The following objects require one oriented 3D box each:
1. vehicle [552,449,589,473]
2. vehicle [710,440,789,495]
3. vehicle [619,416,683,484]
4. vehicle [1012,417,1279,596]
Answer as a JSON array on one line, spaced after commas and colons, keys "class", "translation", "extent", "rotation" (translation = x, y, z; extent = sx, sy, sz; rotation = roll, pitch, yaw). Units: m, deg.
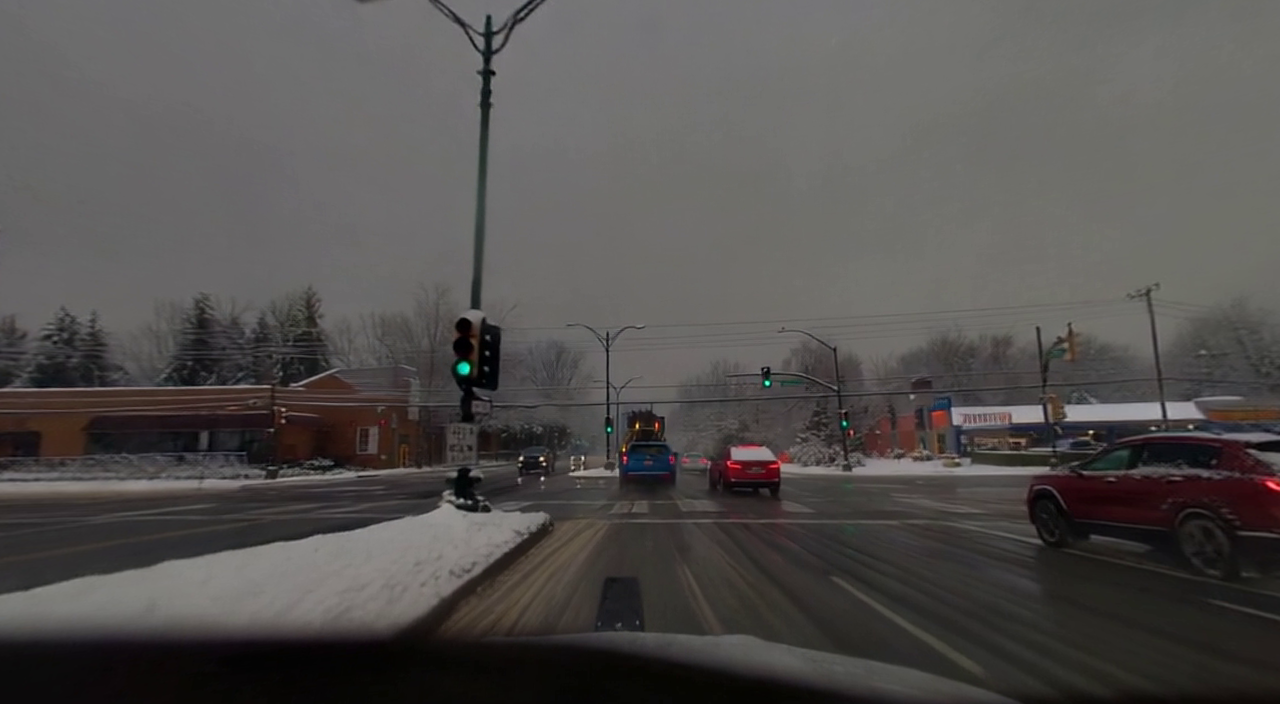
[{"class": "vehicle", "translation": [-4.518, 7.118, 41.350], "extent": [2.001, 1.518, 4.316], "rotation": [0, -9, -1]}, {"class": "vehicle", "translation": [3.739, 4.039, 22.343], "extent": [2.025, 1.754, 4.311], "rotation": [0, -9, 0]}, {"class": "vehicle", "translation": [0.439, 3.958, 25.585], "extent": [2.370, 2.518, 3.858], "rotation": [0, -9, 1]}, {"class": "vehicle", "translation": [7.126, 1.793, 8.050], "extent": [1.982, 1.698, 4.408], "rotation": [0, -9, 0]}]
